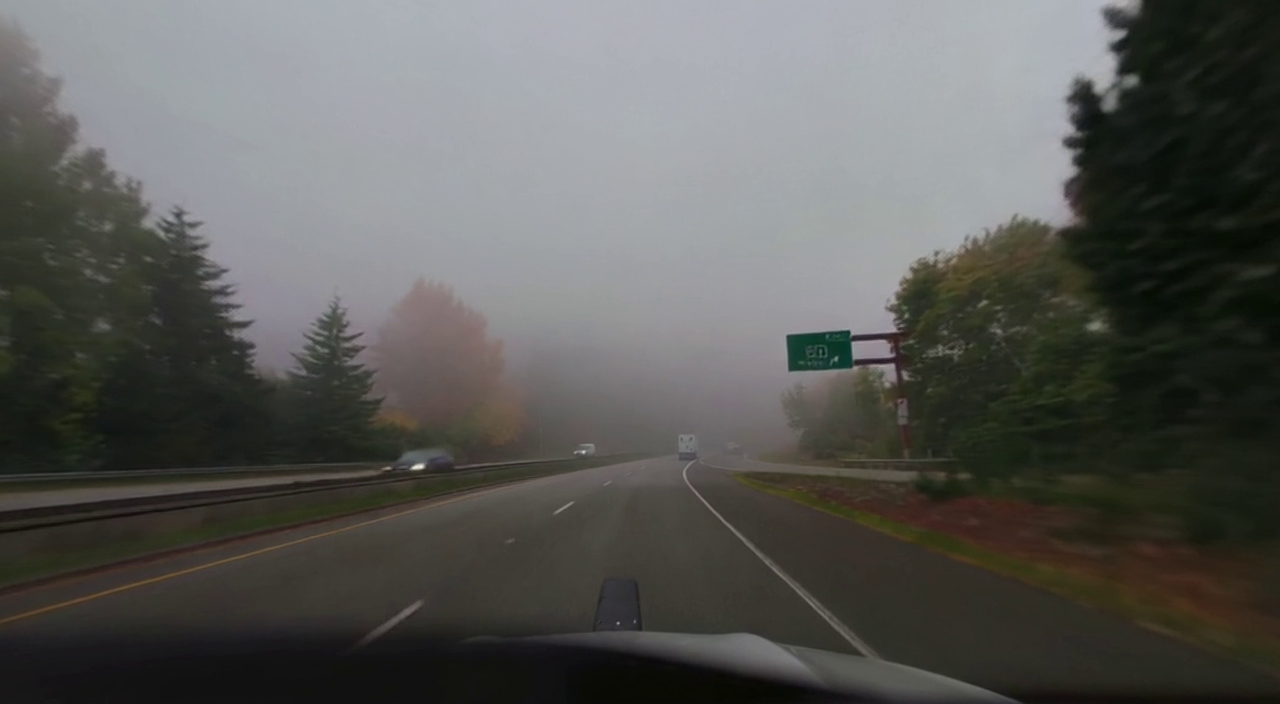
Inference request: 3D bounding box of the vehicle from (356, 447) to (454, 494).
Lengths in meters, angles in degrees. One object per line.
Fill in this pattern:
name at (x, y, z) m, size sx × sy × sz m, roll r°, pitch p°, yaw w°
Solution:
vehicle at (-8.366, 4.222, 22.729) m, size 1.858 × 1.498 × 4.096 m, roll -1°, pitch -9°, yaw 2°
